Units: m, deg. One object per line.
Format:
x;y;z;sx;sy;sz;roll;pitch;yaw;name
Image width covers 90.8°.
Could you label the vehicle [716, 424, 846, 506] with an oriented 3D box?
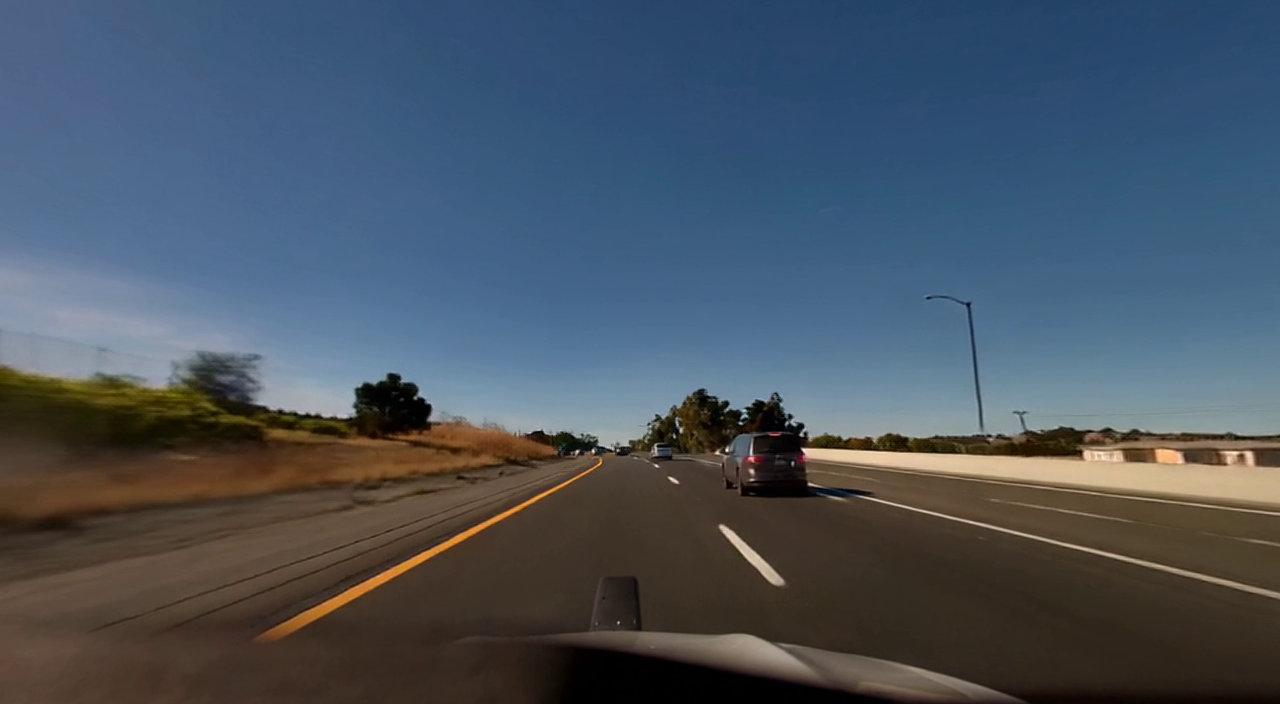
3.403;2.847;16.390;2.141;1.785;4.778;0;-8;-2;vehicle
